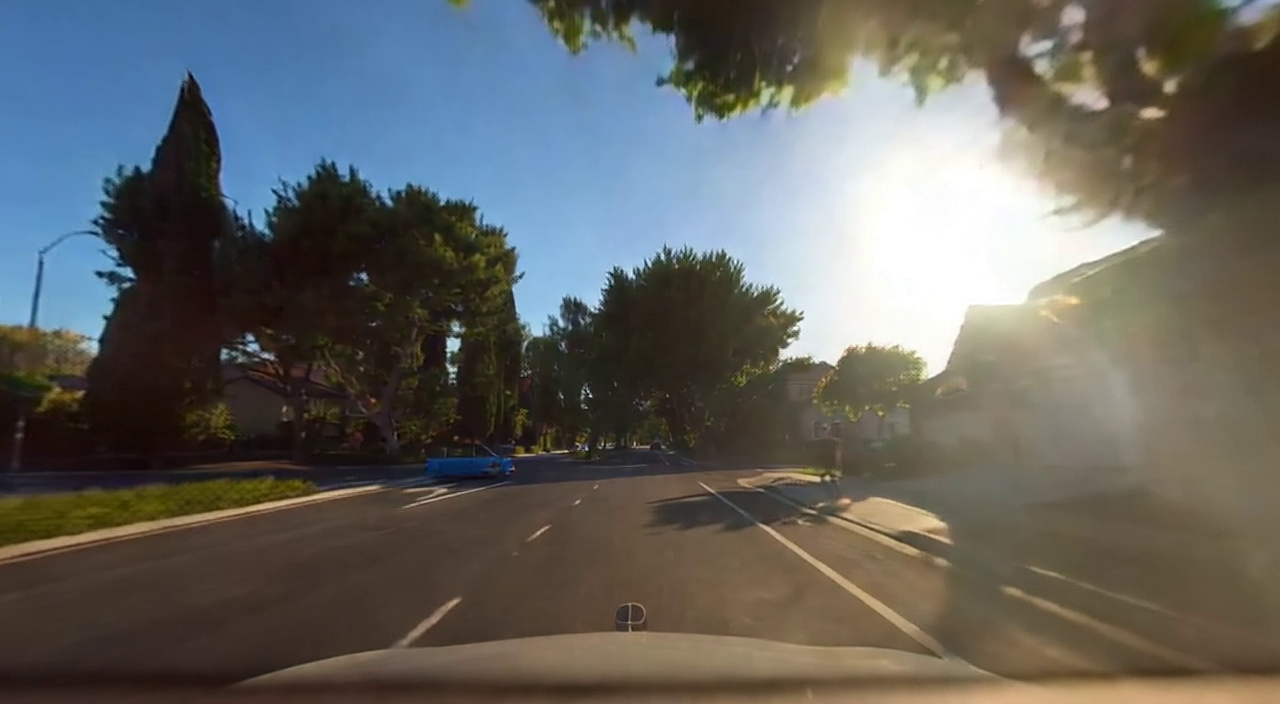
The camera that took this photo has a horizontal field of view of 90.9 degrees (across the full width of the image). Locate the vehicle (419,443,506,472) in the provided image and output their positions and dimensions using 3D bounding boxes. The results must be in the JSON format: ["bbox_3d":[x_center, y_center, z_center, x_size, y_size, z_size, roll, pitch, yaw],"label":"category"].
[{"bbox_3d":[-11.025,6.539,39.142,4.788,1.666,2.170,5,-10,-26],"label":"vehicle"}]
